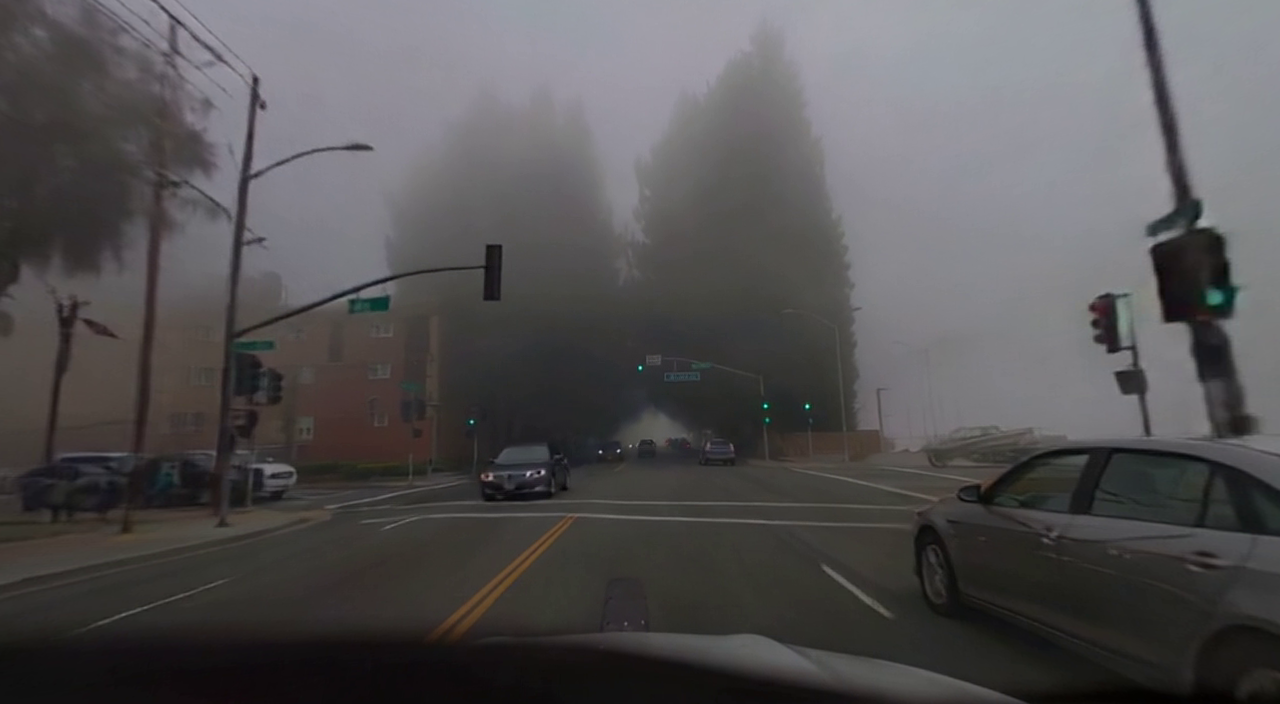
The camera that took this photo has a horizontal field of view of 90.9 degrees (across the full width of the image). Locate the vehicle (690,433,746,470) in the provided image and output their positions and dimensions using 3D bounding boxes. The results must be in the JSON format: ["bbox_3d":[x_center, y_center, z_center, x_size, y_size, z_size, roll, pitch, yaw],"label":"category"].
[{"bbox_3d":[3.622,4.726,30.044,2.035,1.564,4.719,0,-9,0],"label":"vehicle"}]

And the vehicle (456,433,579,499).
[{"bbox_3d":[-3.427,3.334,18.894,2.519,1.689,5.200,0,-9,1],"label":"vehicle"}]

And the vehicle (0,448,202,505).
[{"bbox_3d":[-18.188,4.146,21.240,5.361,1.767,2.179,-1,-9,5],"label":"vehicle"}]

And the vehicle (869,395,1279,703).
[{"bbox_3d":[3.270,1.117,3.680,2.072,1.471,4.834,0,-9,0],"label":"vehicle"}]

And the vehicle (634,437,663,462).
[{"bbox_3d":[0.608,7.422,48.190,2.118,1.813,4.326,0,-9,0],"label":"vehicle"}]

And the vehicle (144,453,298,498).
[{"bbox_3d":[-15.953,4.680,24.135,4.540,1.546,2.157,-1,-9,8],"label":"vehicle"}]
